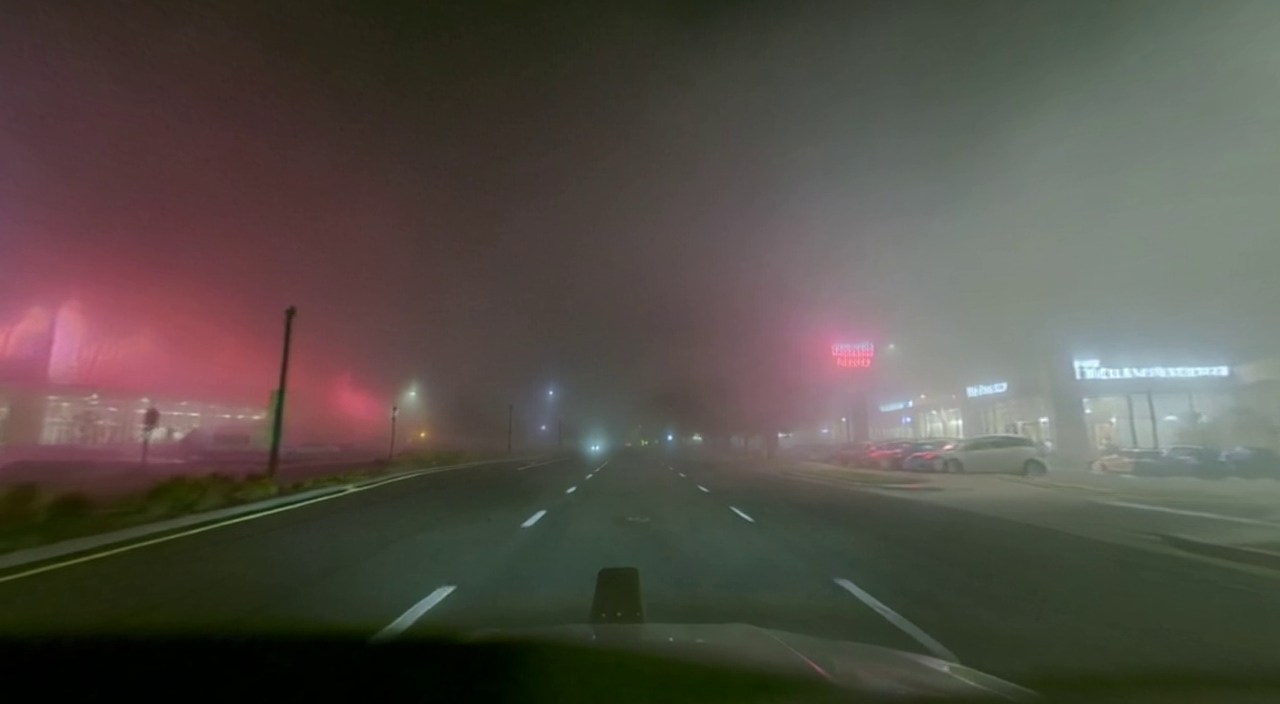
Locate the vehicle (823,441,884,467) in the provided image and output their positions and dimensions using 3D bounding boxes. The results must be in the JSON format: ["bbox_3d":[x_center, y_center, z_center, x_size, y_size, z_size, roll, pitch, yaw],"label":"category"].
[{"bbox_3d":[12.884,6.179,38.490,1.865,1.434,4.373,1,-8,-5],"label":"vehicle"}]

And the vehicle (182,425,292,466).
[{"bbox_3d":[-31.404,7.286,49.393,6.892,2.879,2.222,-1,-8,-3],"label":"vehicle"}]

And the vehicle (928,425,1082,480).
[{"bbox_3d":[14.813,4.146,26.218,2.189,1.951,5.828,-1,-9,-10],"label":"vehicle"}]

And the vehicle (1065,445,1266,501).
[{"bbox_3d":[15.790,3.615,19.459,1.936,1.464,4.867,0,-8,-1],"label":"vehicle"}]

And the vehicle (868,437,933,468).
[{"bbox_3d":[15.616,6.064,38.169,1.893,1.727,4.285,0,-8,-3],"label":"vehicle"}]
